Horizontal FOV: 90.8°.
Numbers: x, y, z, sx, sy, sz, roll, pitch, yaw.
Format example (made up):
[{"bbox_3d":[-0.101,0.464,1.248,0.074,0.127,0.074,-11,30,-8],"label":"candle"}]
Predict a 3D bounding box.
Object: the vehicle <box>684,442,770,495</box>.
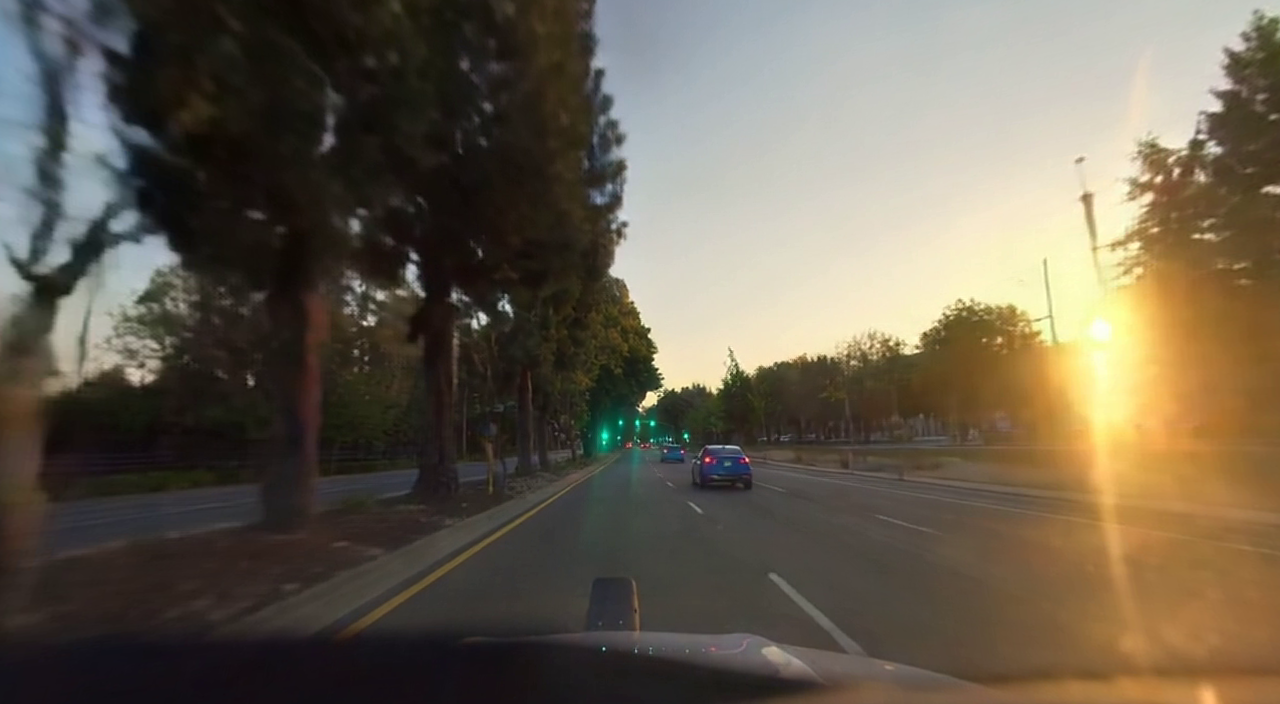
[{"bbox_3d":[2.641,3.651,20.212,2.056,1.483,4.091,0,-8,-1],"label":"vehicle"}]
